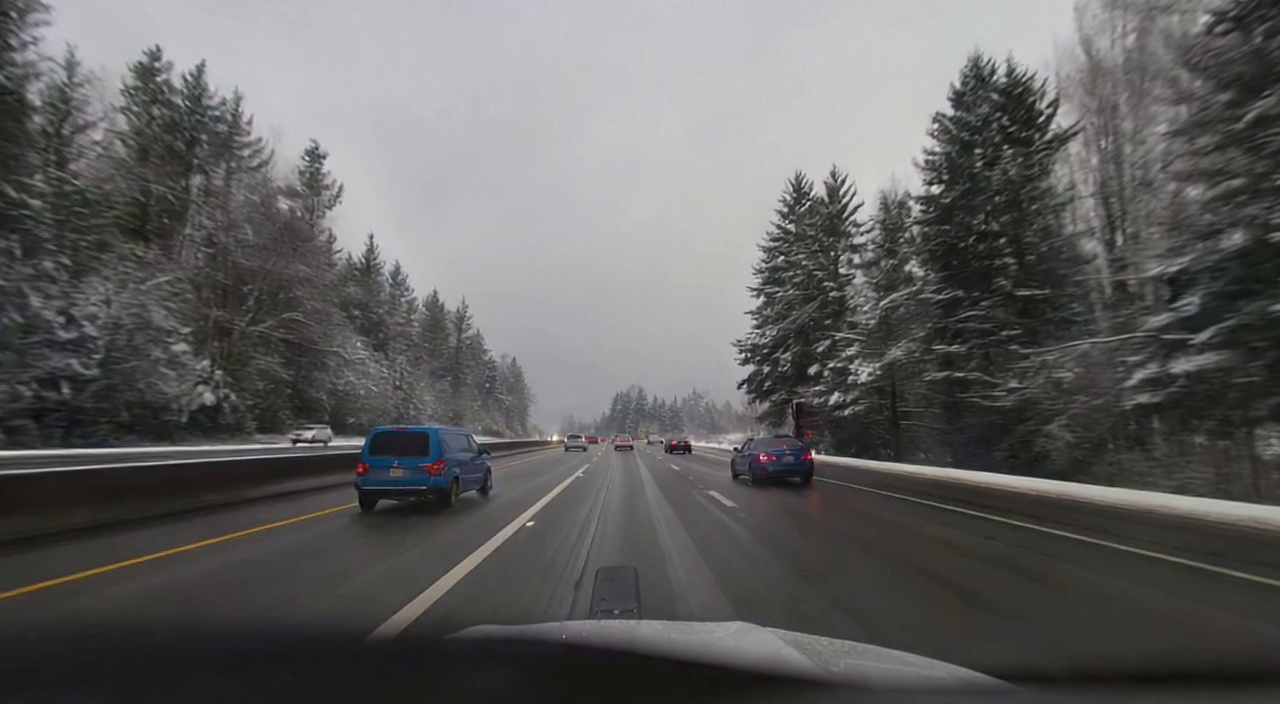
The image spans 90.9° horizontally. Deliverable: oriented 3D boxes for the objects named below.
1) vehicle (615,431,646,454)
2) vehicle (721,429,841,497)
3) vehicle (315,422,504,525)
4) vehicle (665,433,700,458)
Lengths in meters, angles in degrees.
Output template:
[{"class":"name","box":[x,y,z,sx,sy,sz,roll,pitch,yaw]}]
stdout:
[{"class":"vehicle","box":[-0.777,6.923,48.373,2.191,1.727,3.981,0,-8,-3]},{"class":"vehicle","box":[3.405,2.731,16.014,1.986,1.488,3.867,0,-8,-3]},{"class":"vehicle","box":[-3.903,2.100,11.576,1.941,1.529,4.111,0,-8,-1]},{"class":"vehicle","box":[2.716,6.039,41.018,1.883,1.536,3.792,0,-8,-2]}]
